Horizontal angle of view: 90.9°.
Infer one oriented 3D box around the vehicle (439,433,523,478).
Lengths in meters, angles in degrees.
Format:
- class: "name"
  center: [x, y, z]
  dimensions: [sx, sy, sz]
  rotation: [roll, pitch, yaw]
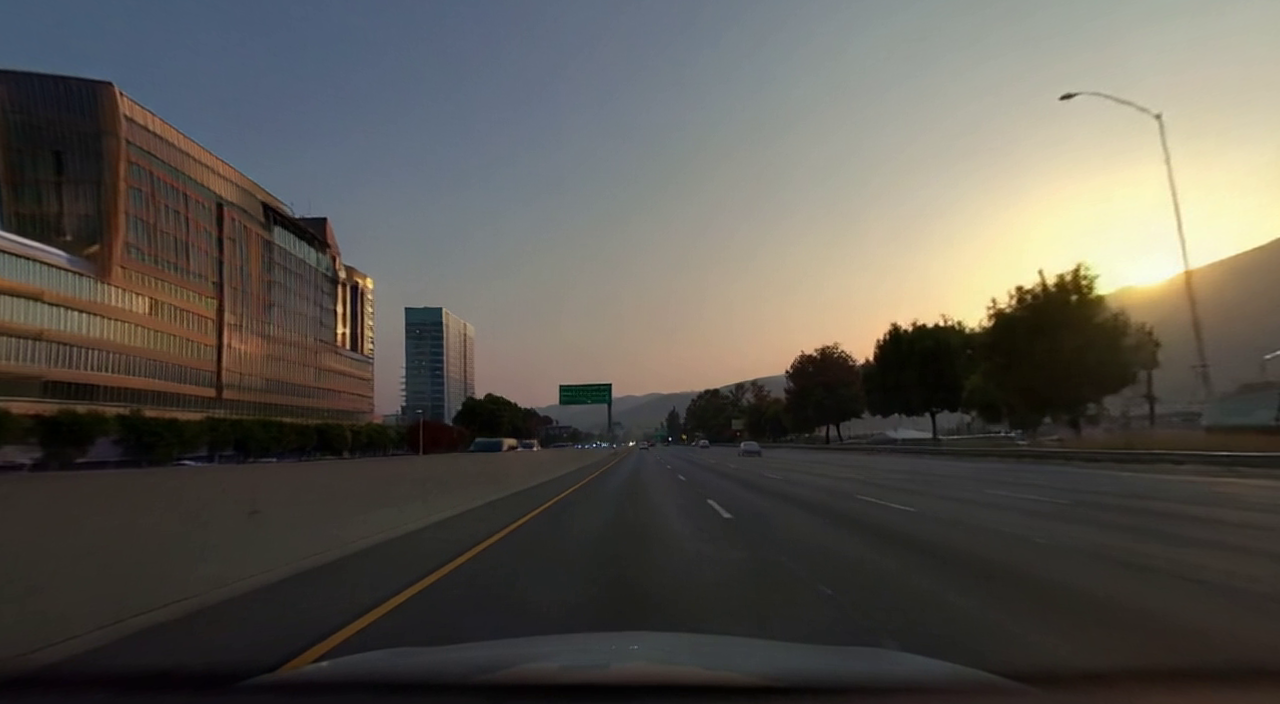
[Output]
- class: "vehicle"
  center: [-7.166, 4.747, 29.159]
  dimensions: [2.266, 1.823, 5.768]
  rotation: [0, -8, 1]
